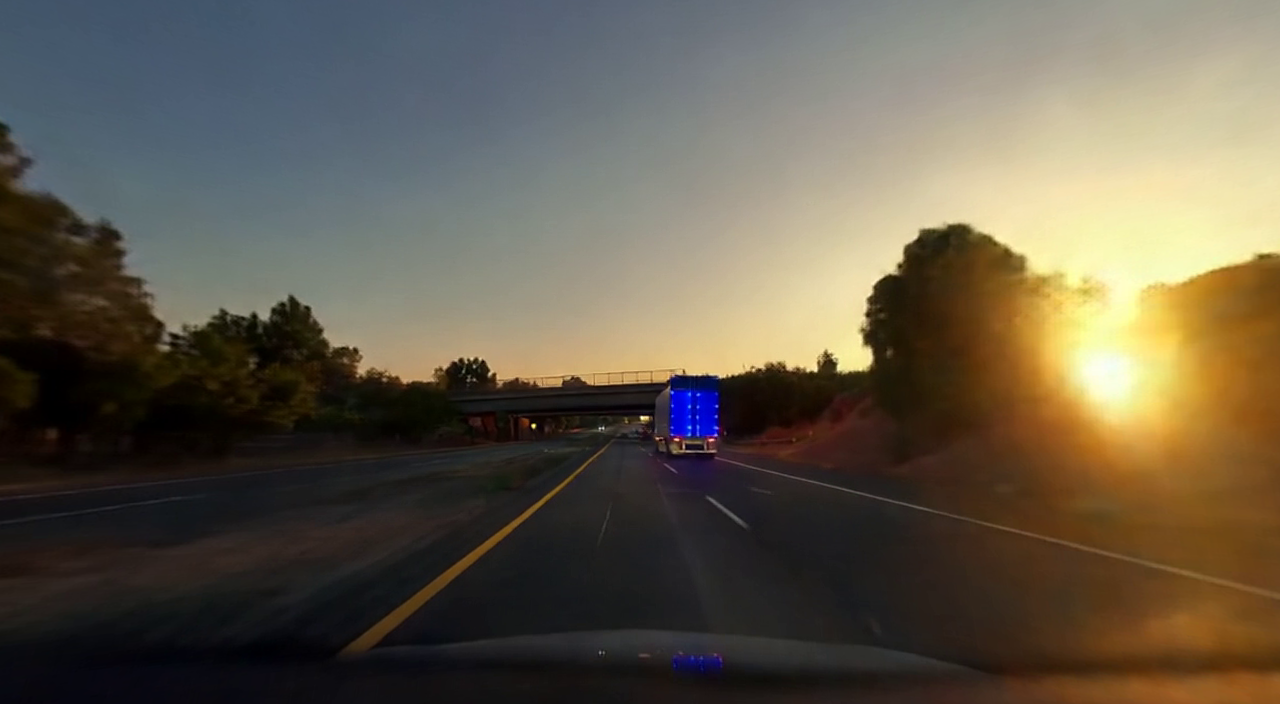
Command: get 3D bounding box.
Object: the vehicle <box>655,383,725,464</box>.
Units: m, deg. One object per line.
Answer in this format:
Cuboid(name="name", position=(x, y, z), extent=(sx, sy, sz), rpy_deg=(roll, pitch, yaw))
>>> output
Cuboid(name="vehicle", position=(2.512, 4.024, 34.635), extent=(2.949, 3.877, 8.528), rpy_deg=(0, -8, -2))
